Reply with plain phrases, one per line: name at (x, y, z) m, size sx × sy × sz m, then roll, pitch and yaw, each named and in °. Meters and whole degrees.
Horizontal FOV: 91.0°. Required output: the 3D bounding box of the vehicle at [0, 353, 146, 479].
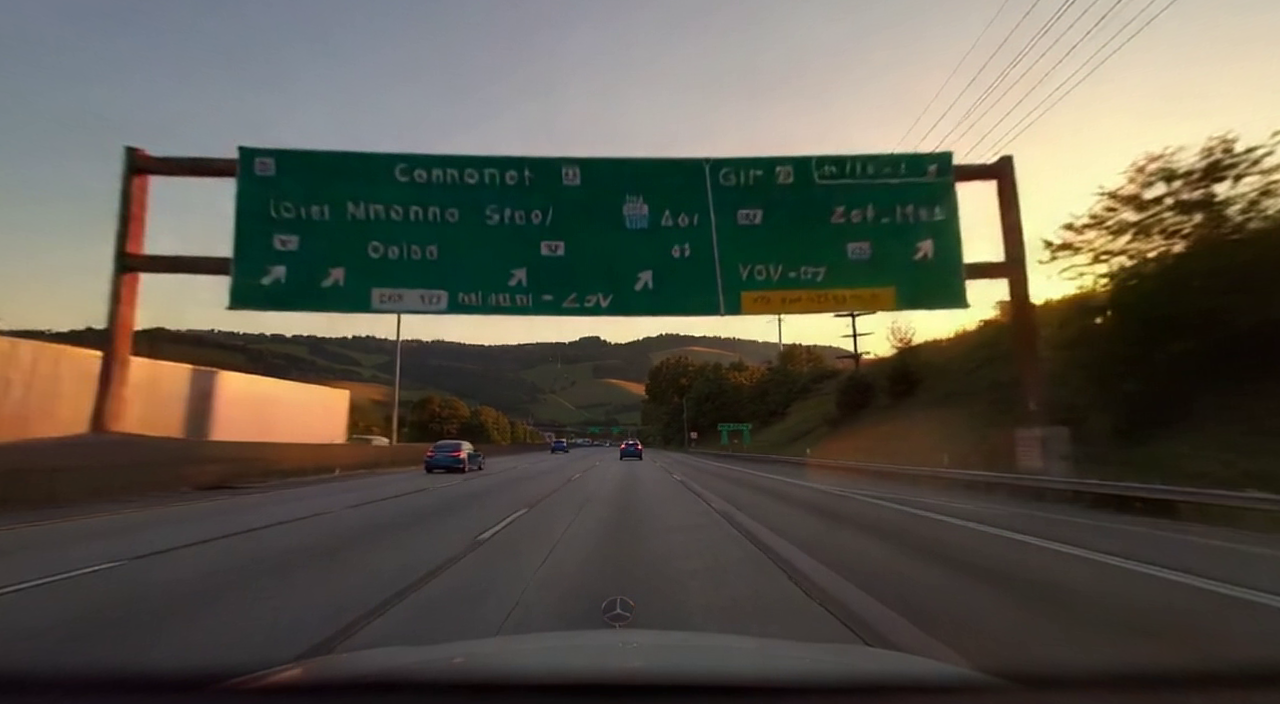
vehicle at (-21.506, 1.916, 19.065) m, size 2.761 × 3.920 × 13.199 m, roll 0°, pitch -8°, yaw -2°

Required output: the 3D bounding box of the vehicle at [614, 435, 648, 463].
vehicle at (-0.602, 6.310, 40.934) m, size 2.040 × 1.715 × 3.906 m, roll 0°, pitch -8°, yaw -1°

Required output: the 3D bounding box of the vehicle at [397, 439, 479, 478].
vehicle at (-8.112, 4.309, 25.776) m, size 1.949 × 1.428 × 4.408 m, roll 0°, pitch -8°, yaw -1°

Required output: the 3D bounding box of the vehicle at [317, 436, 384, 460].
vehicle at (-16.972, 5.636, 37.089) m, size 2.045 × 1.312 × 4.140 m, roll 0°, pitch -8°, yaw -1°
